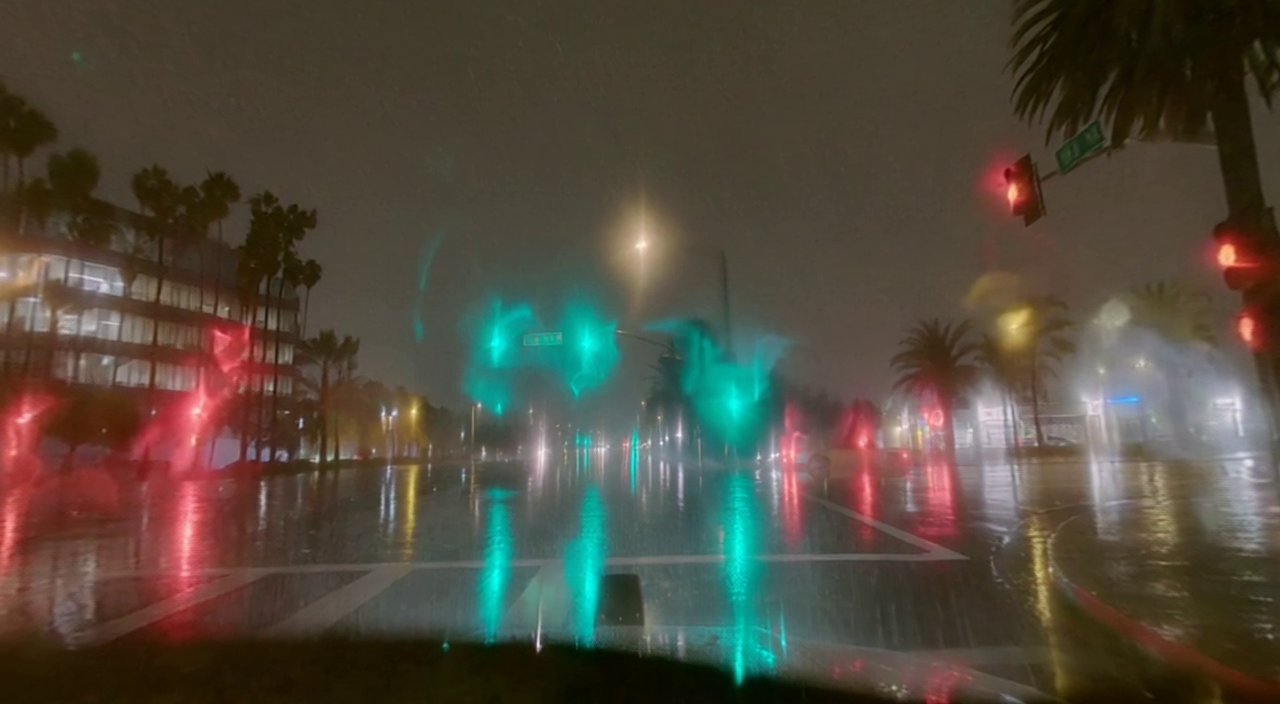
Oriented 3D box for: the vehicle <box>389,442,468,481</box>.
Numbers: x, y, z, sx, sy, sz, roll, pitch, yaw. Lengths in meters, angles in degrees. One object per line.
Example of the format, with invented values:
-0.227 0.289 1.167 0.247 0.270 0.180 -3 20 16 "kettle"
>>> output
-10.741 5.582 32.373 2.270 1.833 4.860 0 -9 1 "vehicle"
